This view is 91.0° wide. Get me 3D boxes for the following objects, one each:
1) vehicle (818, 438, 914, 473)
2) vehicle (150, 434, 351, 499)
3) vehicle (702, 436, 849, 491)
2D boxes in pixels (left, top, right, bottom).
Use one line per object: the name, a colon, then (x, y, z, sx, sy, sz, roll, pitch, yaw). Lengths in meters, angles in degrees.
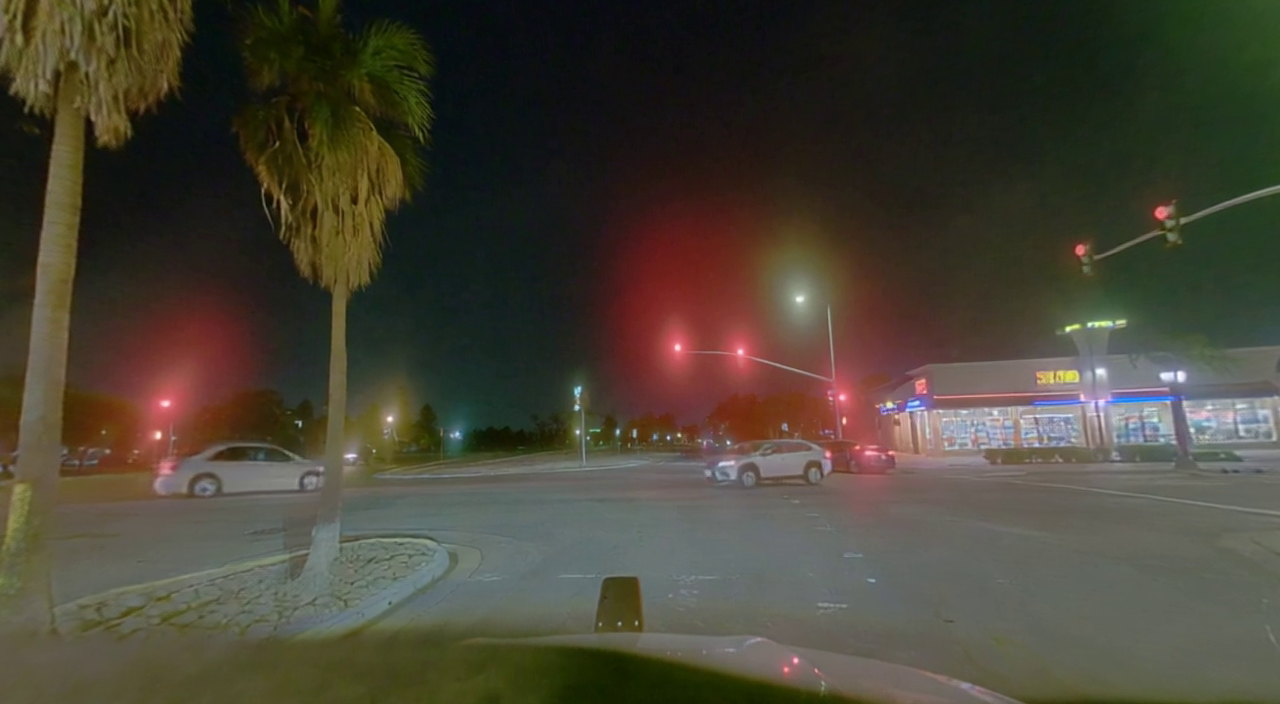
vehicle: (10.850, 4.973, 30.364, 3.826, 1.572, 1.890, -8, -11, 42)
vehicle: (-10.936, 3.237, 18.153, 4.603, 1.653, 1.999, 4, -9, -25)
vehicle: (4.136, 3.361, 19.268, 4.035, 1.512, 1.828, 4, -9, -22)
